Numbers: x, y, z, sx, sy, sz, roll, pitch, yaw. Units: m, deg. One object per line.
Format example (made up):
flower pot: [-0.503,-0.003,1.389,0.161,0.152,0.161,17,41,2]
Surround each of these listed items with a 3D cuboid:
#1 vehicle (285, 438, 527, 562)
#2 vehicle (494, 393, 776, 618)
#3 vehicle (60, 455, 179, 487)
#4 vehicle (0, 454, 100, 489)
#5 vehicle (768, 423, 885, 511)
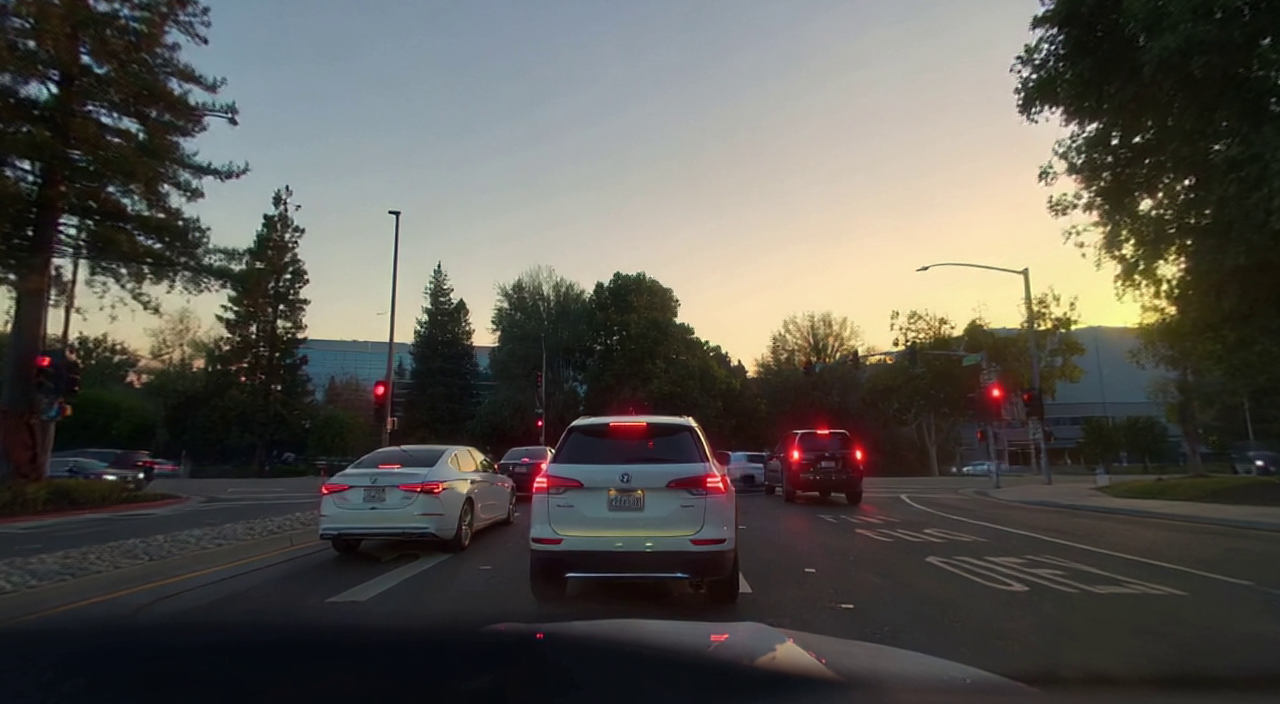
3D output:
vehicle: [-3.199,2.092,9.766,1.913,1.453,4.413,0,-8,2]
vehicle: [-0.036,1.524,7.180,2.203,1.757,4.286,0,-8,0]
vehicle: [-25.985,5.948,31.601,4.140,1.444,1.742,2,-9,-15]
vehicle: [-27.058,5.278,27.956,4.198,1.444,1.765,2,-9,-15]
vehicle: [4.804,3.002,16.932,2.084,2.053,4.073,-1,-8,4]
